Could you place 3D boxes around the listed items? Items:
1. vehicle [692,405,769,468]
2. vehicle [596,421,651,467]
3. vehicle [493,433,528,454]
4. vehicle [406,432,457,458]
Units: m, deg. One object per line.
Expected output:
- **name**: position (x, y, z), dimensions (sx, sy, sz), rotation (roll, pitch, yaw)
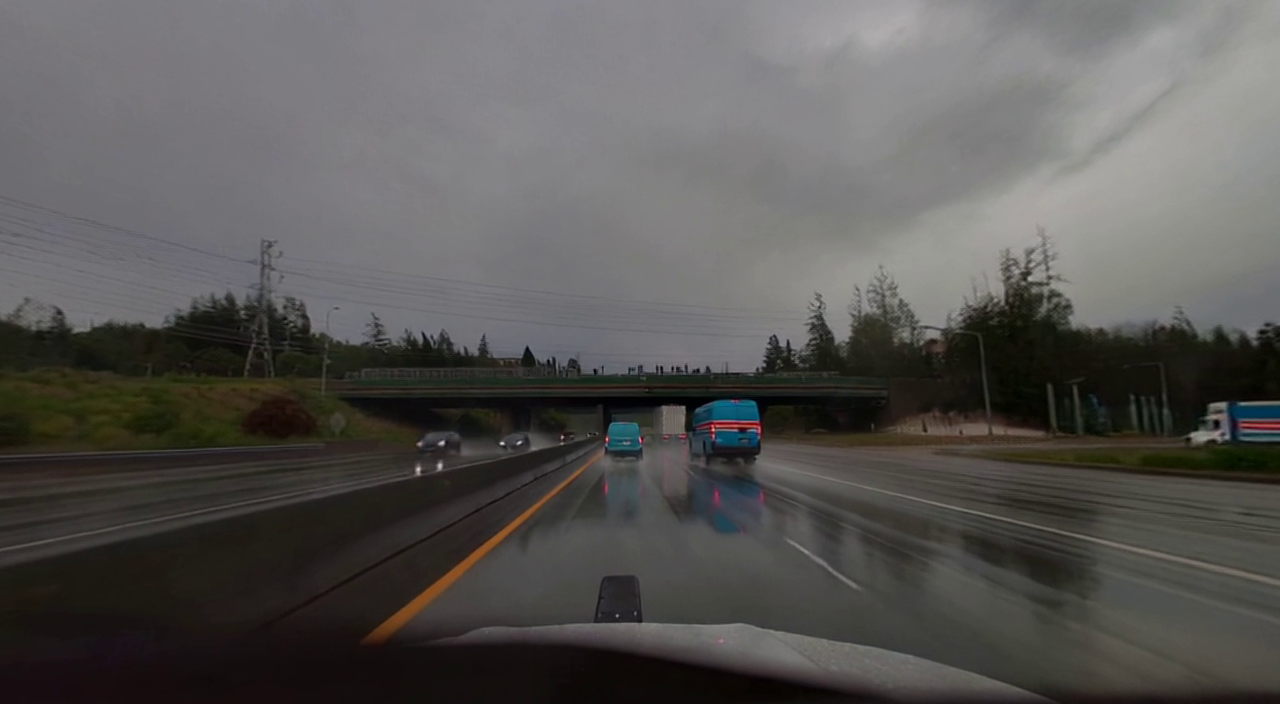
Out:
- **vehicle**: position (3.823, 3.717, 27.842), dimensions (2.387, 2.506, 5.374), rotation (0, -8, -2)
- **vehicle**: position (-0.671, 3.792, 26.096), dimensions (2.073, 1.750, 4.116), rotation (0, -8, -2)
- **vehicle**: position (-9.968, 7.048, 48.787), dimensions (1.952, 1.507, 4.281), rotation (0, -8, -1)
- **vehicle**: position (-14.264, 6.392, 43.363), dimensions (2.056, 1.689, 4.491), rotation (0, -8, -1)
